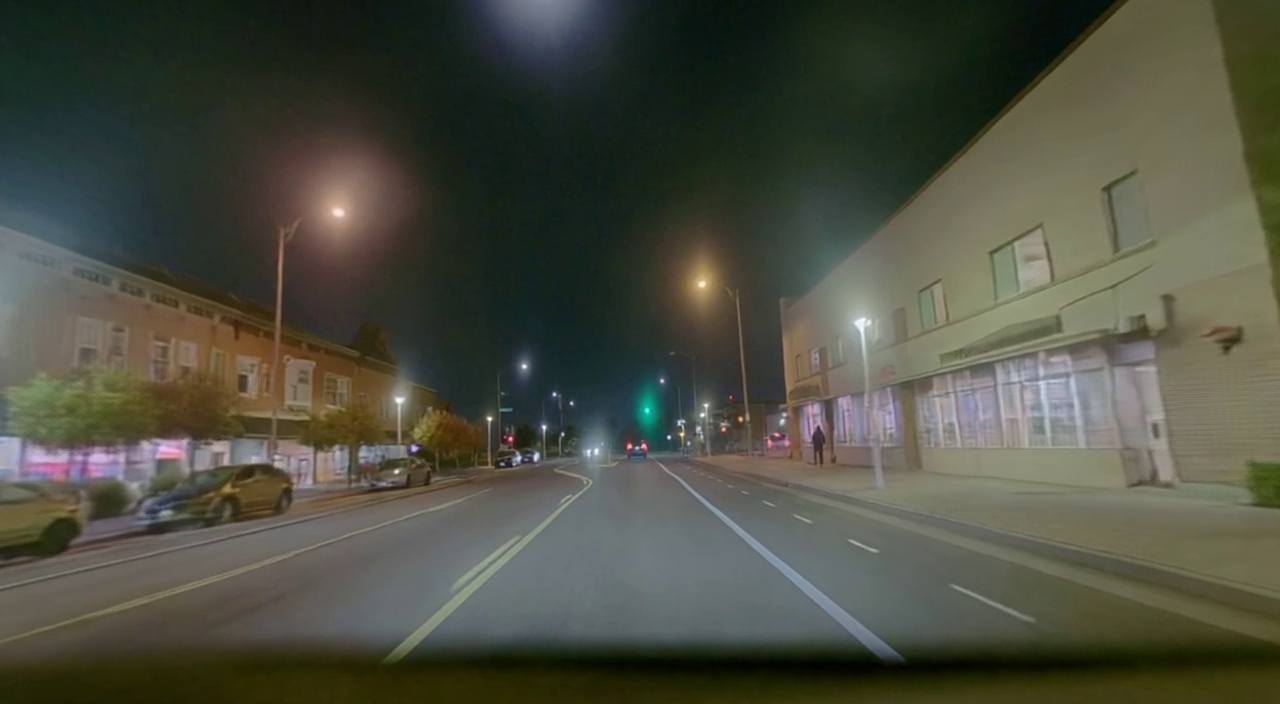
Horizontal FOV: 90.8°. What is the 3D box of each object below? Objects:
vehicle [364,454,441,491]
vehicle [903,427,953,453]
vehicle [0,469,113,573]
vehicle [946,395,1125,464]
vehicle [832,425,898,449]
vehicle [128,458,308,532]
[{"bbox_3d":[-10.978,5.577,29.531,1.828,1.470,4.523,0,-8,0],"label":"vehicle"},{"bbox_3d":[17.166,5.279,37.860,1.773,1.446,4.421,-3,-8,13],"label":"vehicle"},{"bbox_3d":[-10.775,2.626,9.590,1.784,1.502,4.344,0,-8,0],"label":"vehicle"},{"bbox_3d":[12.786,2.629,20.996,2.532,1.997,5.001,0,-8,-2],"label":"vehicle"},{"bbox_3d":[17.071,6.506,48.087,4.135,1.753,2.122,-1,-9,1],"label":"vehicle"},{"bbox_3d":[-10.863,3.663,16.717,1.837,1.586,4.155,0,-8,0],"label":"vehicle"}]
